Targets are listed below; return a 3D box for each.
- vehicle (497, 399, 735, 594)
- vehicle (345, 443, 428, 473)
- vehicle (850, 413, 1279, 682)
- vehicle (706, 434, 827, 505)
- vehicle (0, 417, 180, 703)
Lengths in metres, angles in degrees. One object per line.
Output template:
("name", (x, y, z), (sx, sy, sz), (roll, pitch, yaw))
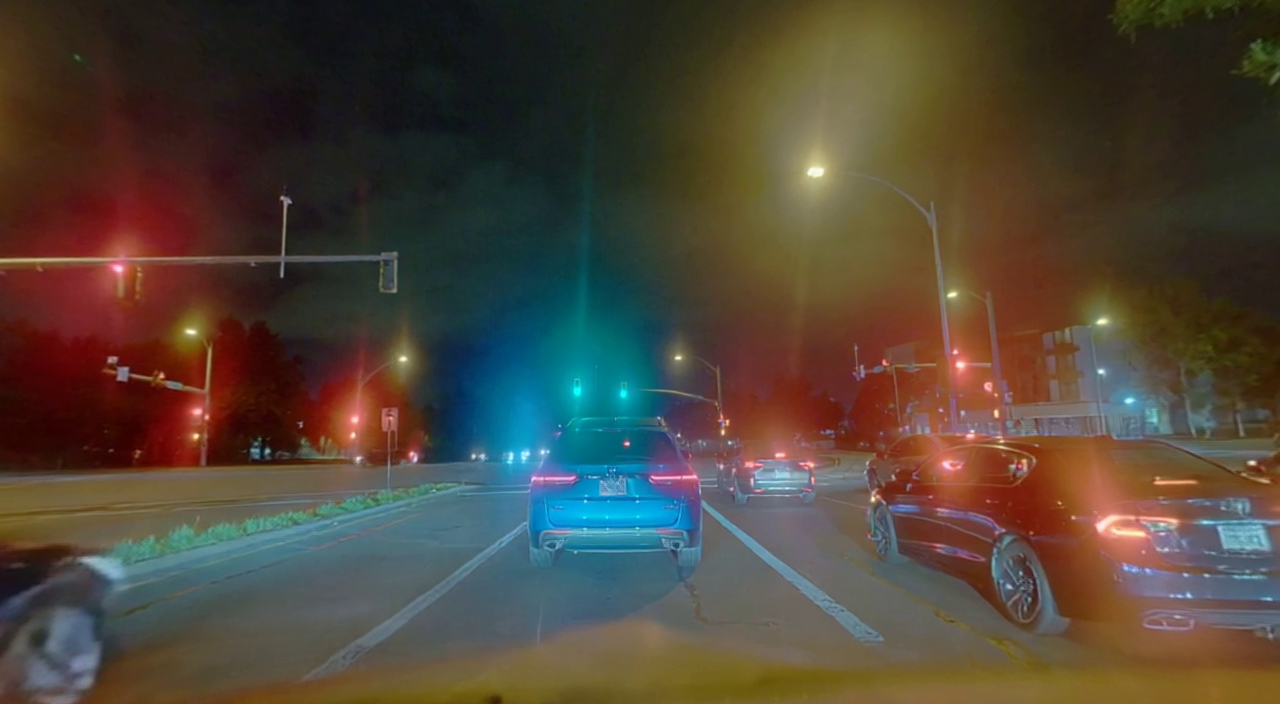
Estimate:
("vehicle", (-0.274, 1.560, 7.625), (2.101, 1.707, 3.904), (0, -8, -2))
("vehicle", (-16.170, 6.714, 40.263), (4.972, 1.794, 2.186), (-5, -10, 29))
("vehicle", (3.612, 1.397, 5.693), (1.861, 1.478, 4.185), (0, -8, -2))
("vehicle", (2.960, 2.856, 15.770), (1.950, 1.506, 4.086), (0, -8, -3))
("vehicle", (-3.680, 0.816, 1.333), (2.063, 1.454, 4.553), (0, -8, -2))
